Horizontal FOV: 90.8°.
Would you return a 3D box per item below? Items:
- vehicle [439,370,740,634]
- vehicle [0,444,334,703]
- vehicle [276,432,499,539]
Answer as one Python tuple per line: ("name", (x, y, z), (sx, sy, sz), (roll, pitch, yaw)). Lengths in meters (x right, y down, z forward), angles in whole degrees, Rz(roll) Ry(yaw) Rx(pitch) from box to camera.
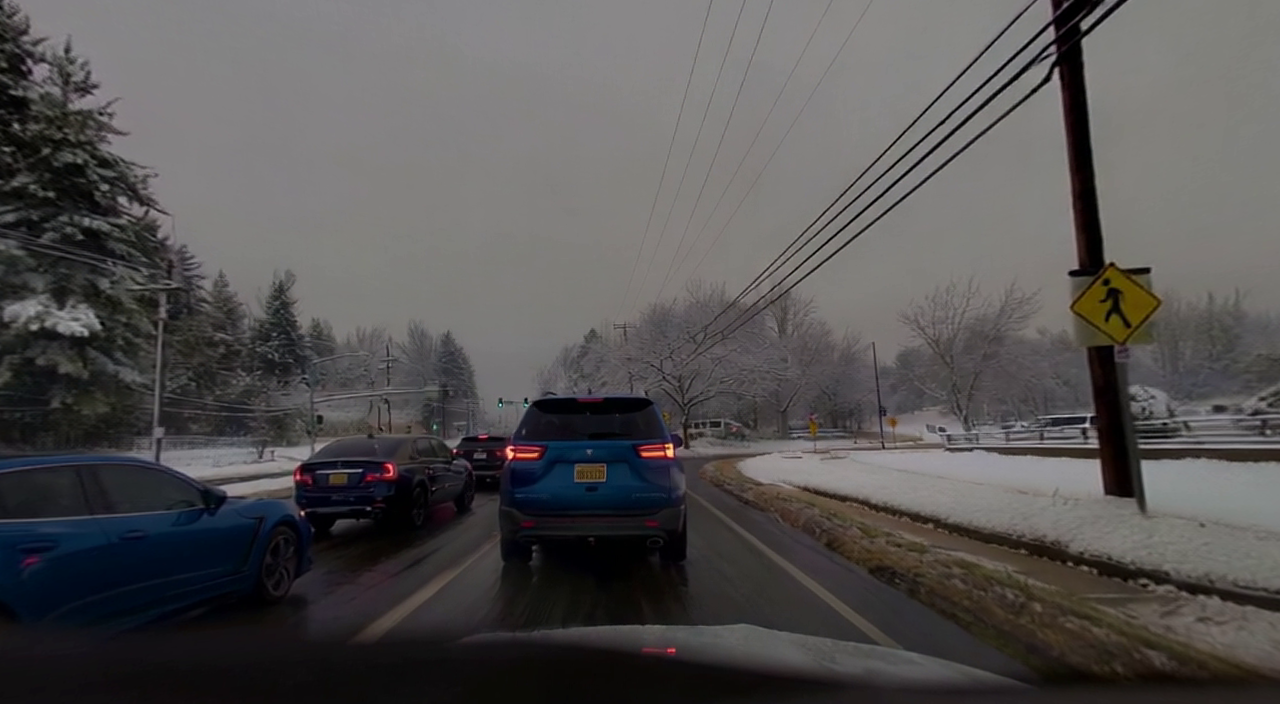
("vehicle", (-0.307, 1.289, 6.274), (2.012, 1.769, 3.897), (0, -8, 1))
("vehicle", (-3.759, 1.175, 3.491), (1.865, 1.314, 4.461), (0, -8, 1))
("vehicle", (-4.052, 2.207, 11.151), (2.087, 1.485, 4.452), (0, -8, 0))
